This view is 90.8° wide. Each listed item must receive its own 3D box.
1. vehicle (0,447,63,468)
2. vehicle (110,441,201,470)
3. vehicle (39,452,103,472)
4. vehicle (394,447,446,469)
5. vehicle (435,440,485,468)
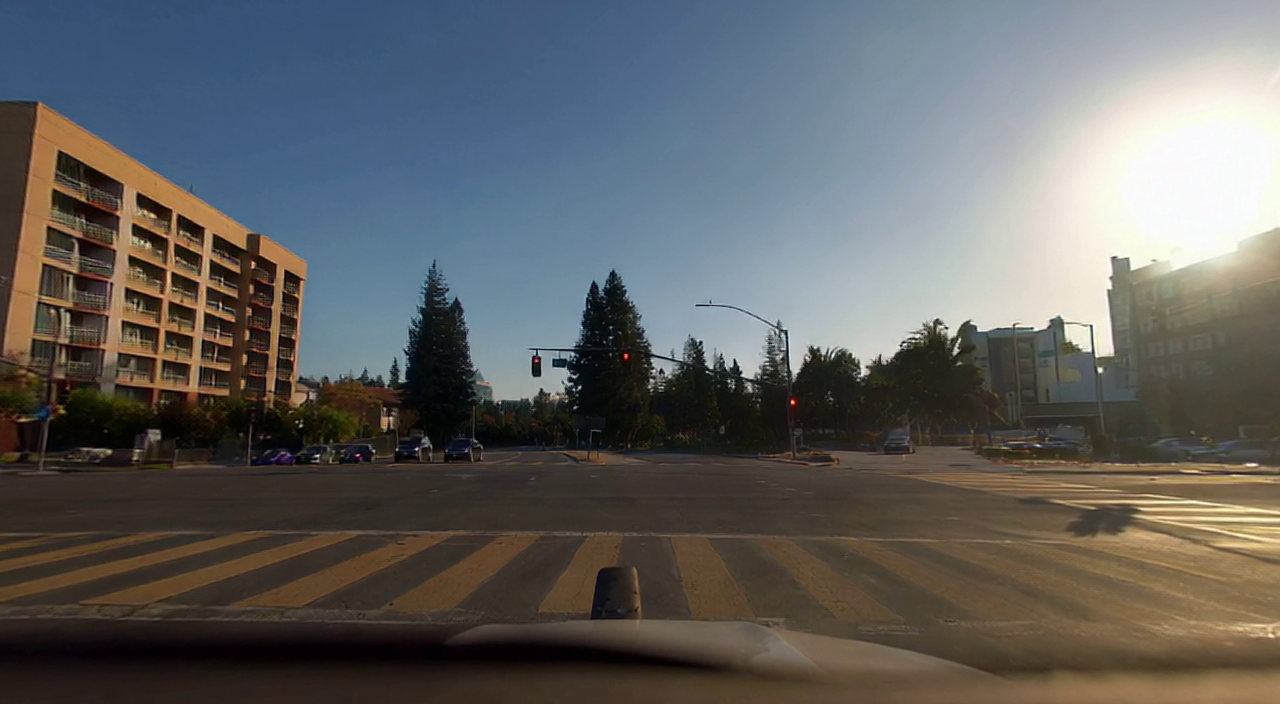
[{"bbox_3d":[-45.264,7.759,46.603,1.858,1.467,3.624,0,-8,0],"label":"vehicle"},{"bbox_3d":[-34.910,7.418,45.738,2.204,1.955,5.518,0,-8,0],"label":"vehicle"},{"bbox_3d":[-41.594,8.020,46.272,1.552,1.339,3.340,-2,-9,-1],"label":"vehicle"},{"bbox_3d":[-15.507,7.450,44.808,2.056,1.450,4.343,0,-8,0],"label":"vehicle"},{"bbox_3d":[-11.959,6.799,42.326,2.080,1.763,4.341,0,-8,0],"label":"vehicle"}]
